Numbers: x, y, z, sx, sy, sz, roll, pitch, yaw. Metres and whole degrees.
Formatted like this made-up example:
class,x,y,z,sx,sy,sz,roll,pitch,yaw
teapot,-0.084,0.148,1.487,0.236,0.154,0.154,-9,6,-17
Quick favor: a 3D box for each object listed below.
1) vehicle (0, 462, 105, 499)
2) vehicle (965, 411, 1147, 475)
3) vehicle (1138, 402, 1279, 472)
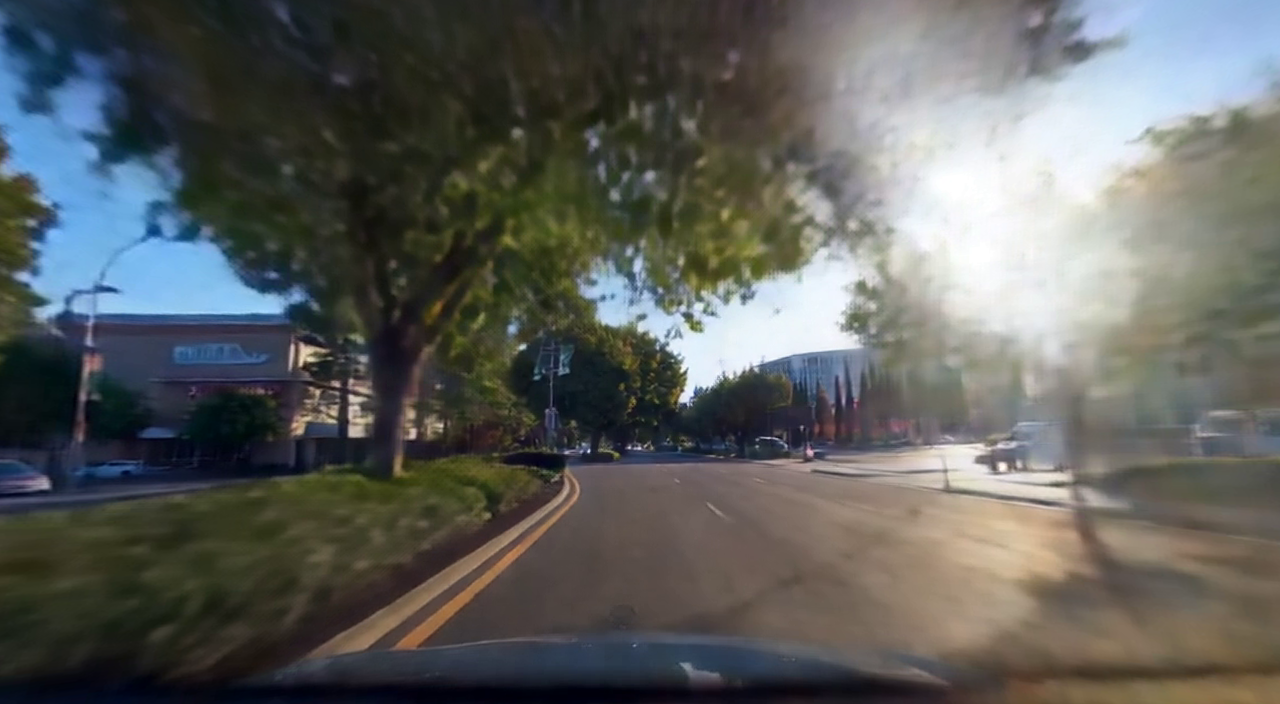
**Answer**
class,x,y,z,sx,sy,sz,roll,pitch,yaw
vehicle,-29.620,6.233,30.630,4.739,1.638,2.515,0,-9,-1
vehicle,22.053,4.838,33.689,7.634,3.061,2.777,-1,-8,0
vehicle,33.531,4.665,34.338,10.143,3.636,2.880,0,-9,-2
